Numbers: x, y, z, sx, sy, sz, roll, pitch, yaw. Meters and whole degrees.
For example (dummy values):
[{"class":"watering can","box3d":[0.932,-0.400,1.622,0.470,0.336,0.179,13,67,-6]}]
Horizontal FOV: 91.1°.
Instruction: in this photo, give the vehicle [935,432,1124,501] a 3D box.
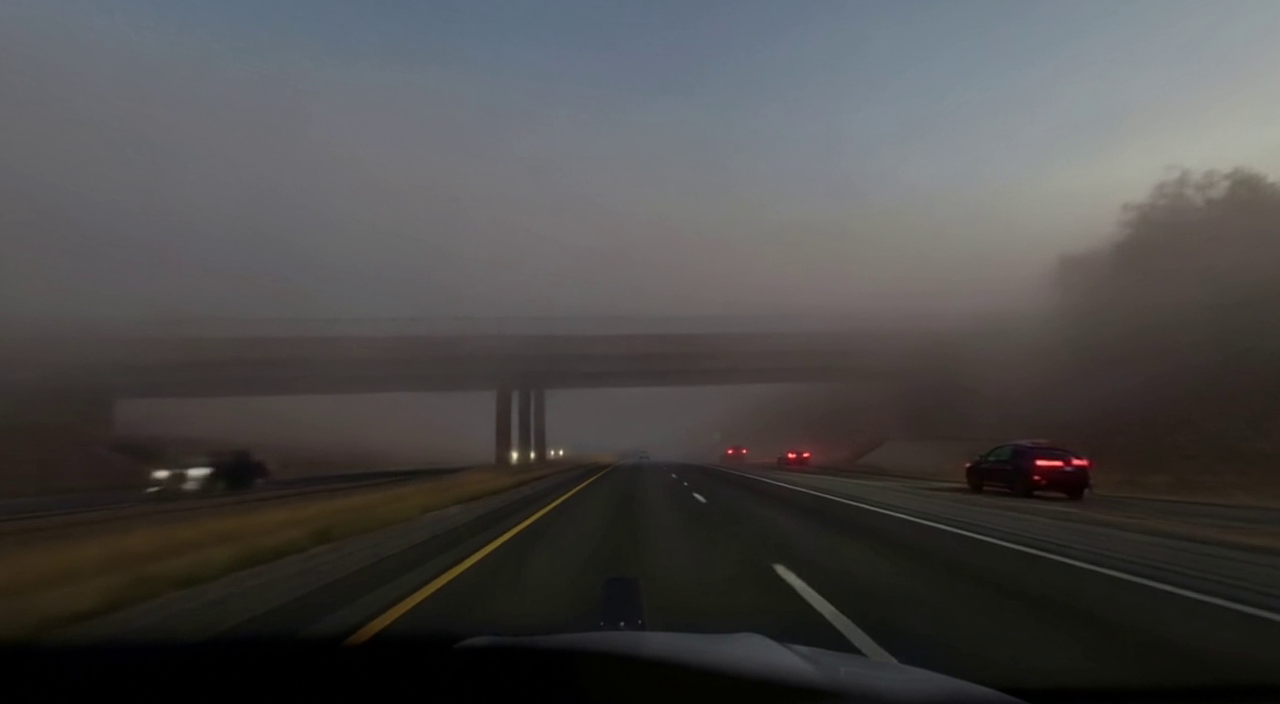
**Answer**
[{"class":"vehicle","box3d":[13.521,3.971,22.422,2.533,2.111,5.525,2,-9,-11]}]

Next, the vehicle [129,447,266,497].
[{"class":"vehicle","box3d":[-16.748,4.522,24.087,1.985,1.694,4.333,0,-8,1]}]

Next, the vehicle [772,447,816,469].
[{"class":"vehicle","box3d":[11.179,7.701,45.835,1.927,1.472,4.076,0,-8,-3]}]
